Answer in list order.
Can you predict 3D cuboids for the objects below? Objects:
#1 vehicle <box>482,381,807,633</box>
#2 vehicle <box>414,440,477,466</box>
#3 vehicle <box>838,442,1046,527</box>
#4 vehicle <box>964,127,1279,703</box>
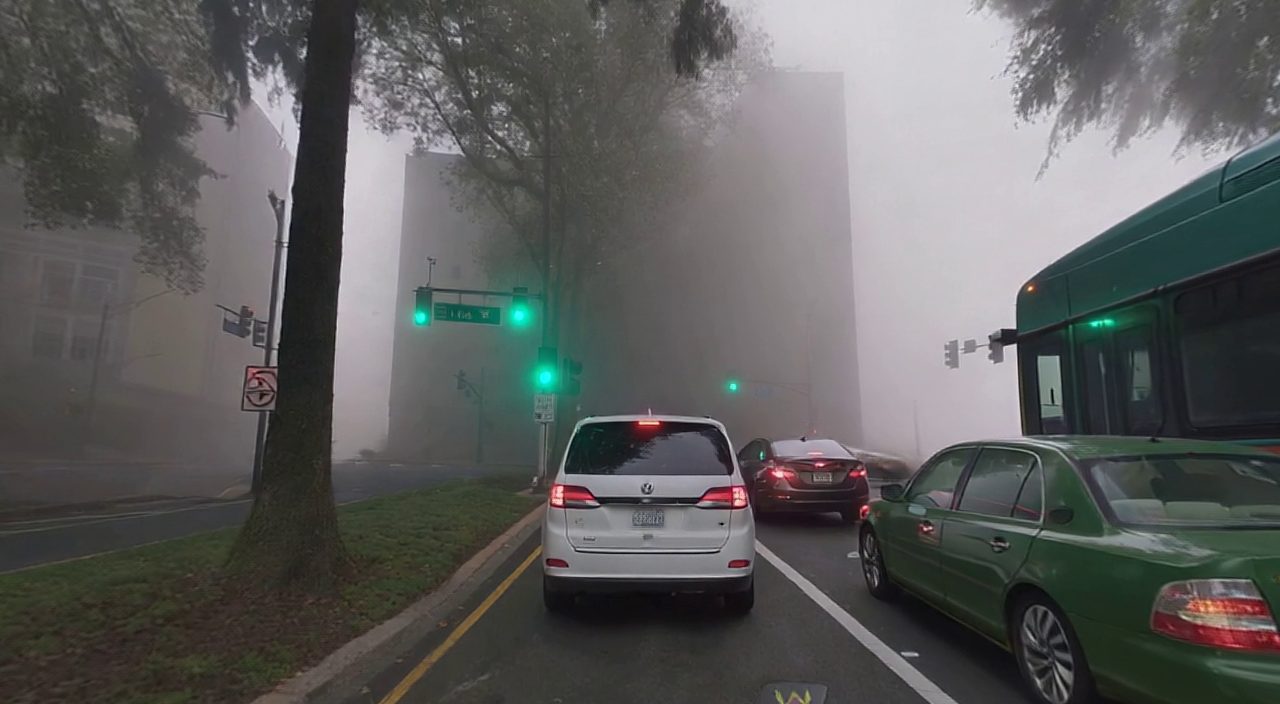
[{"bbox_3d":[0.004,1.474,7.001,2.381,1.842,4.603,0,-8,-1],"label":"vehicle"},{"bbox_3d":[-13.556,7.060,43.963,1.924,1.720,4.097,-4,-9,23],"label":"vehicle"},{"bbox_3d":[5.967,2.637,13.222,1.987,1.457,4.675,0,-8,-1],"label":"vehicle"},{"bbox_3d":[2.609,0.316,0.421,2.037,2.065,5.037,0,-8,0],"label":"vehicle"}]
